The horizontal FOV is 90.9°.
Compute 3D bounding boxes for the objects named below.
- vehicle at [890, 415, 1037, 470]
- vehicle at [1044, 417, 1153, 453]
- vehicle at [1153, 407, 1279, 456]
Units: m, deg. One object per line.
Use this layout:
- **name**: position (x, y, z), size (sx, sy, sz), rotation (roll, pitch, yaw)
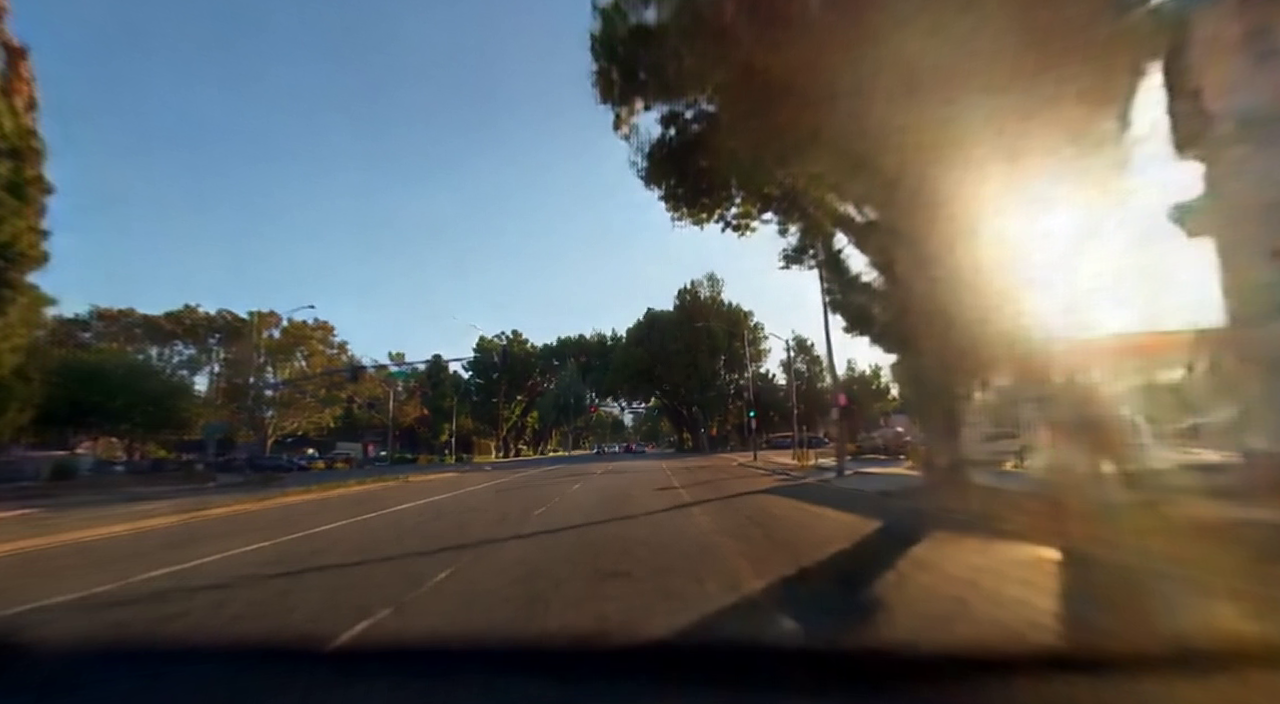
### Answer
- **vehicle**: position (13.441, 3.777, 26.432), size (4.821, 1.788, 2.132), rotation (-5, -8, 0)
- **vehicle**: position (26.904, 4.894, 37.051), size (5.031, 1.746, 1.999), rotation (-1, -10, -9)
- **vehicle**: position (25.560, 3.272, 26.251), size (6.381, 1.869, 2.512), rotation (0, -7, -5)
